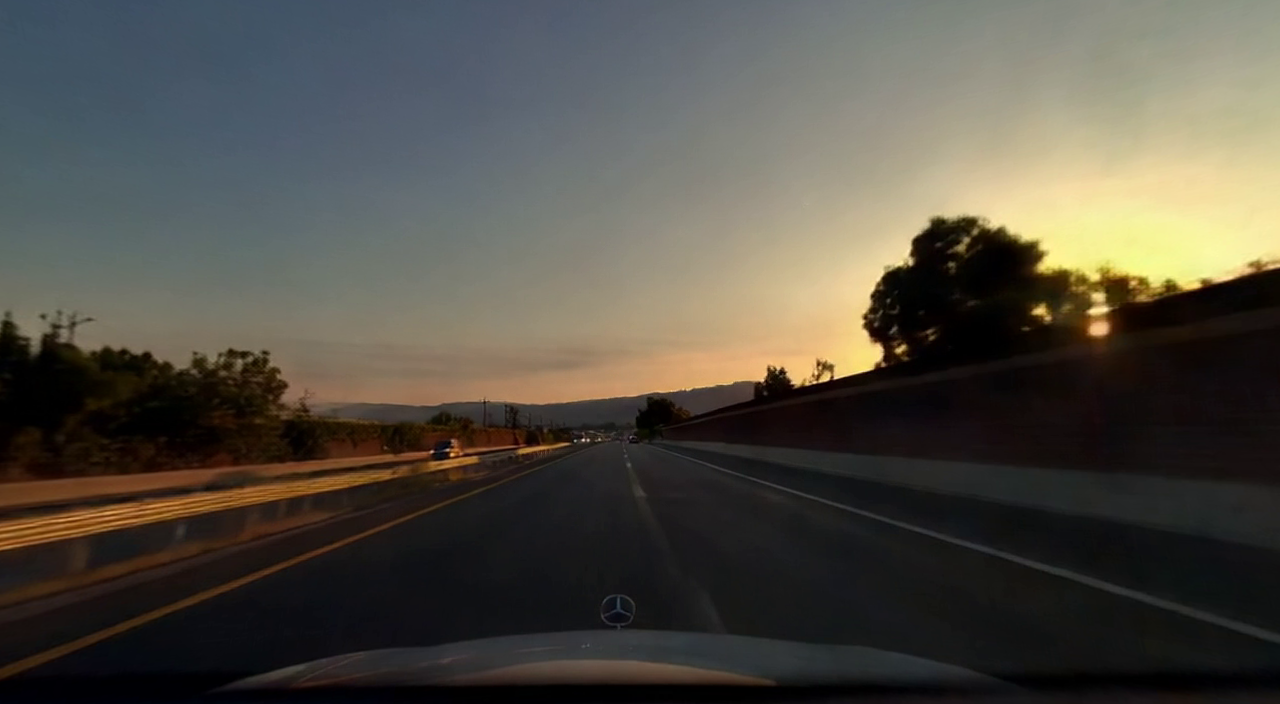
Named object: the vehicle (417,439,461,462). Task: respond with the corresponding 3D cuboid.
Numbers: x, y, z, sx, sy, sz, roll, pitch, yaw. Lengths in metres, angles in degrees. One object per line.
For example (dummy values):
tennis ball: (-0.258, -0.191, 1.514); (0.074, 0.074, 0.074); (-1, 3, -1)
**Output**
vehicle: (-15.233, 7.474, 48.116); (2.023, 1.584, 4.514); (0, -8, -2)
